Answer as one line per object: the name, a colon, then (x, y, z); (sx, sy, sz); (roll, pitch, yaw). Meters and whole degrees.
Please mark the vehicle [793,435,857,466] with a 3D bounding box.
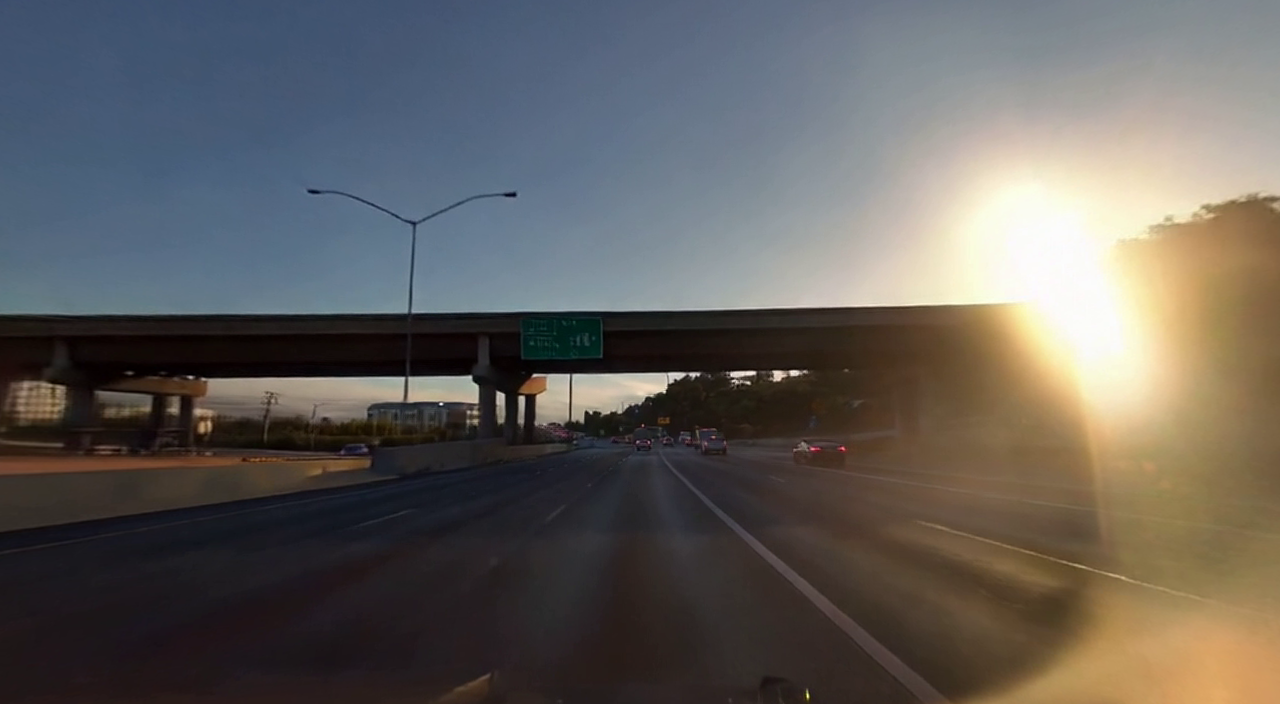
vehicle: (9.879, 5.312, 34.058); (2.000, 1.514, 4.585); (0, -8, -1)
